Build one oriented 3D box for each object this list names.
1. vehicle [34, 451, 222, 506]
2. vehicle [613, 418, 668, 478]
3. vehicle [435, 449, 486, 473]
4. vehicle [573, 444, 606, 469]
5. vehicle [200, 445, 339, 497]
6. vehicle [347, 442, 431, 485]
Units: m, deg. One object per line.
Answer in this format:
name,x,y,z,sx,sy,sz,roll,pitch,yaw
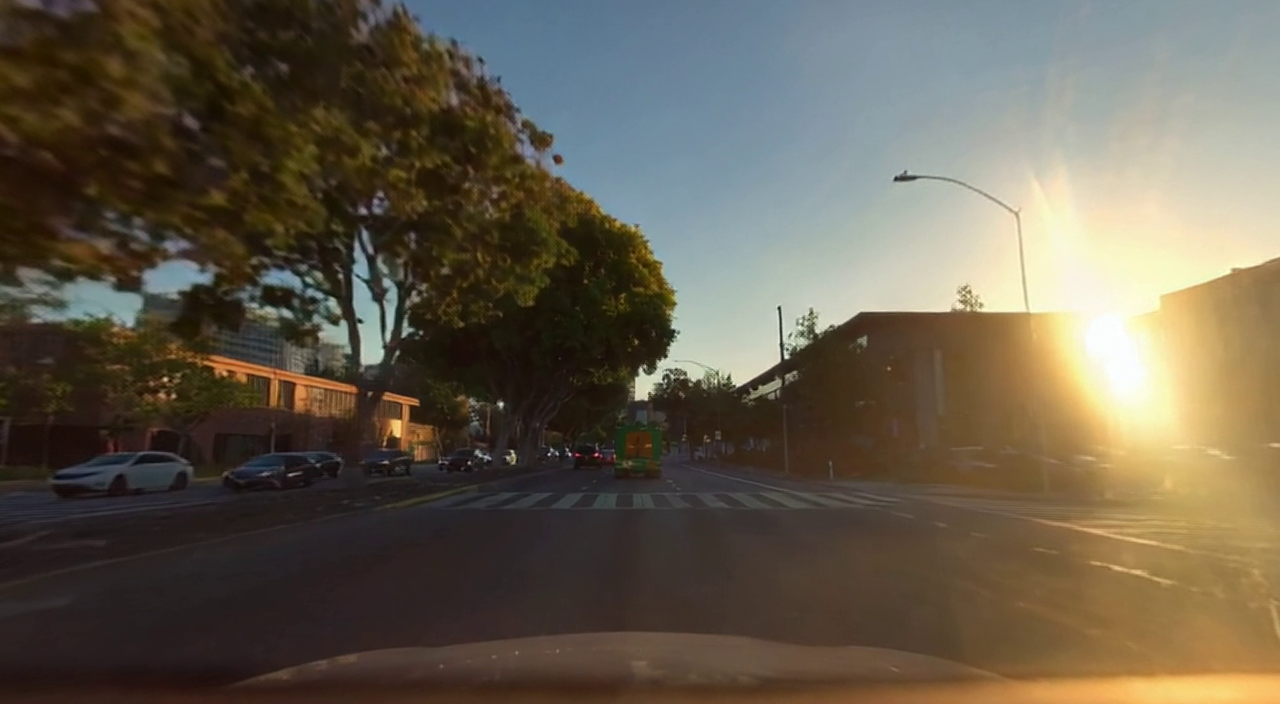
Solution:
vehicle,-16.326,4.021,20.549,2.022,1.442,4.853,-4,-9,1
vehicle,-0.128,5.791,38.176,2.843,3.120,10.422,0,-8,-2
vehicle,-11.968,7.263,42.337,1.935,1.467,4.451,0,-8,2
vehicle,-3.876,8.195,49.538,2.184,1.830,4.890,0,-8,0
vehicle,-12.959,4.160,22.499,1.960,1.627,4.784,0,-8,1
vehicle,-12.454,5.512,31.612,2.068,1.747,5.040,-4,-7,1
